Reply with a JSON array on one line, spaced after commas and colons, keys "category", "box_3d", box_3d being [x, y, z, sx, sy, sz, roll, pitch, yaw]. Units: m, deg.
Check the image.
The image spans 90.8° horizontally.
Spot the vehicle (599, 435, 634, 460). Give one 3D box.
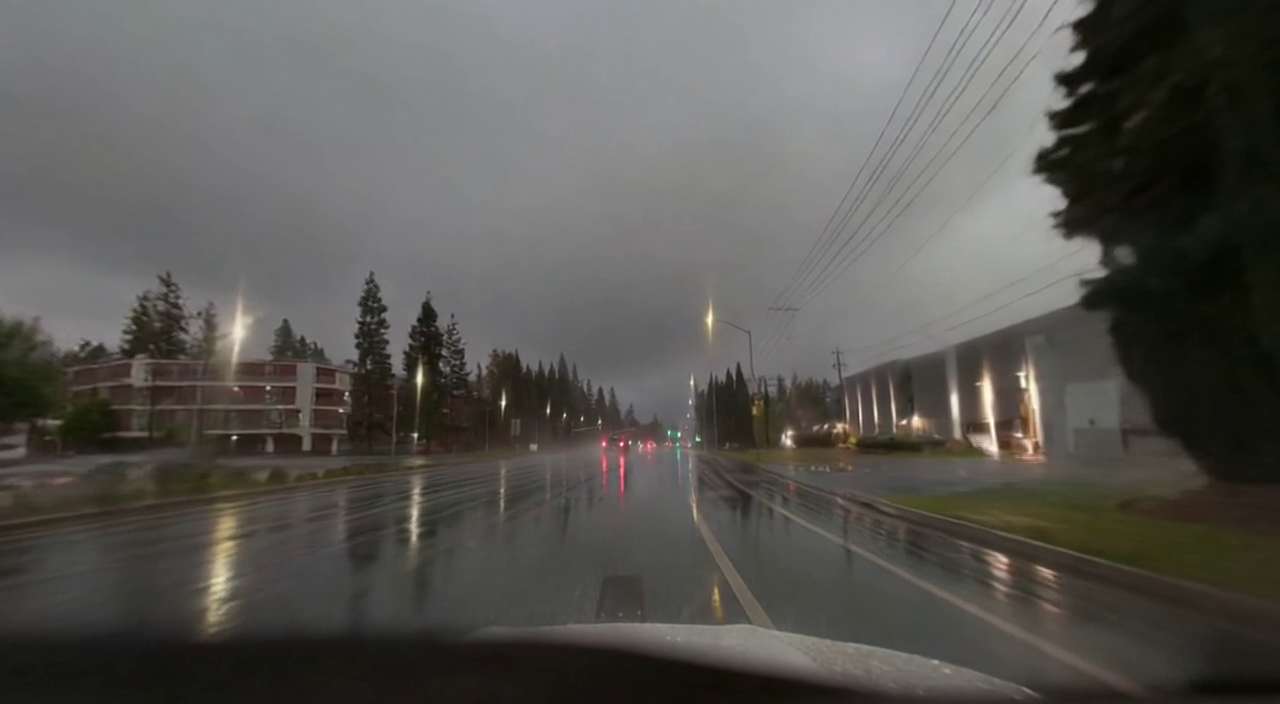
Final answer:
[{"category": "vehicle", "box_3d": [-1.598, 6.750, 44.724, 2.121, 1.654, 3.993, -1, -8, 4]}]
